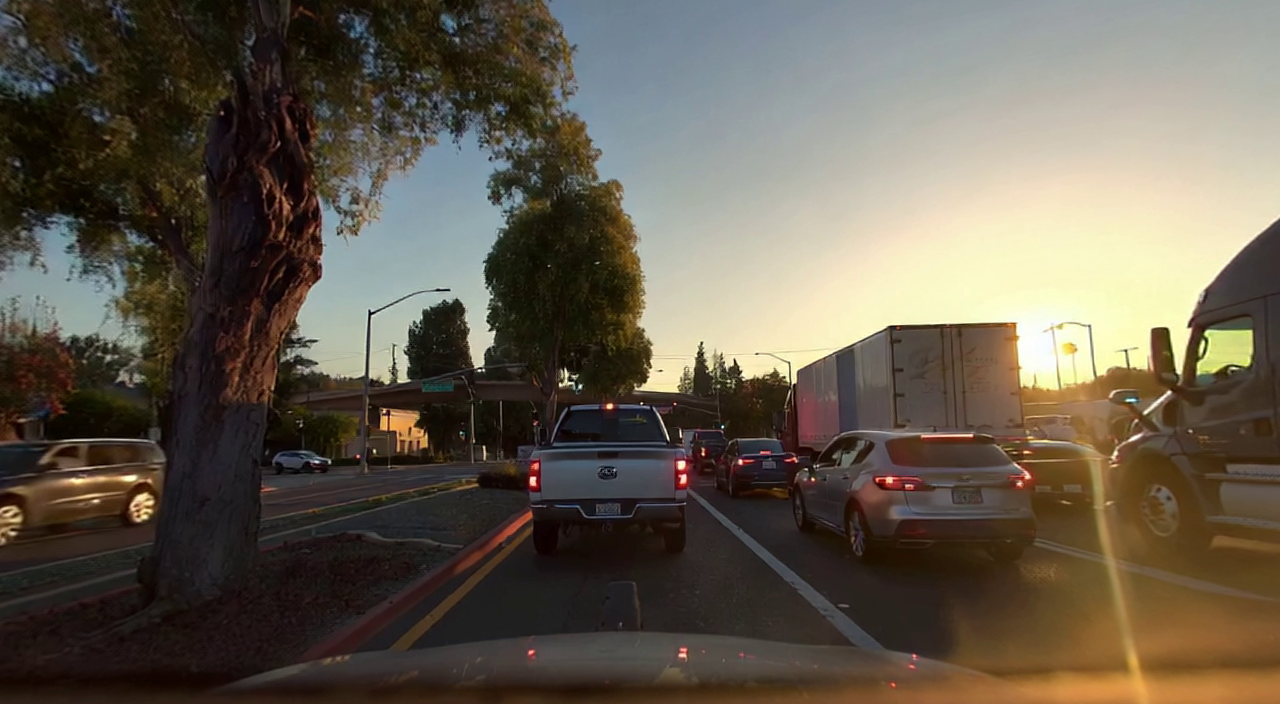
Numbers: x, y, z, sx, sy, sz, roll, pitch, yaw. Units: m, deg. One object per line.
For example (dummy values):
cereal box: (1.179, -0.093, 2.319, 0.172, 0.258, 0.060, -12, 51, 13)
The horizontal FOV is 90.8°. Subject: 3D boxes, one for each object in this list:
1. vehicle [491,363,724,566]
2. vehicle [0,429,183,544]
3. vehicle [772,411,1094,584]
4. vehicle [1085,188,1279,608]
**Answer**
vehicle: (-0.363, 1.593, 9.457, 2.499, 2.183, 5.111, 0, -9, 0)
vehicle: (-11.466, 2.450, 11.992, 2.057, 1.854, 4.672, 0, -9, -1)
vehicle: (3.256, 1.735, 8.432, 1.905, 1.587, 4.998, 0, -9, 0)
vehicle: (6.533, 0.098, 3.306, 2.802, 3.322, 7.429, 0, -9, -1)
